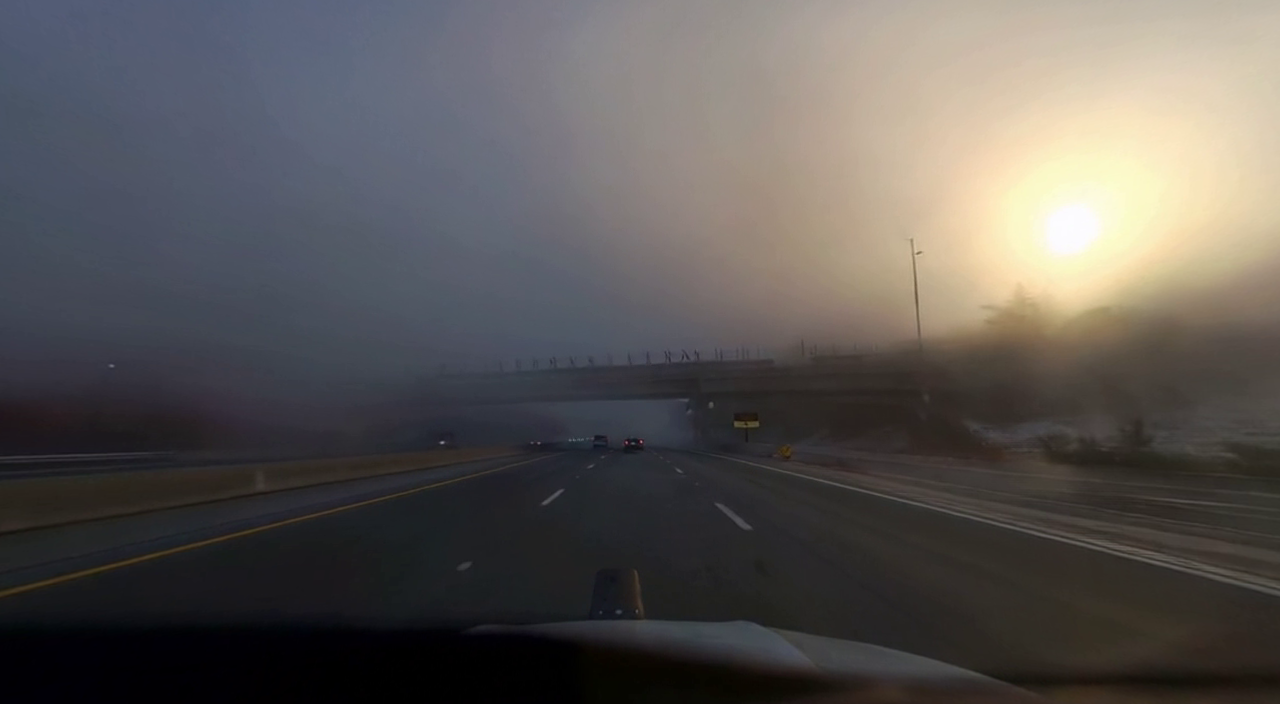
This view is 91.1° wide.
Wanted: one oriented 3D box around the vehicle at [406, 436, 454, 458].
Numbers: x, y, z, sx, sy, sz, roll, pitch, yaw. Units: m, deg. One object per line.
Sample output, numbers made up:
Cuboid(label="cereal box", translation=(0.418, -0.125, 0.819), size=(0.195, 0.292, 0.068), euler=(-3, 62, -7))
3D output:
Cuboid(label="vehicle", translation=(-14.778, 6.685, 44.515), size=(1.875, 1.483, 4.517), euler=(0, -8, -1))
